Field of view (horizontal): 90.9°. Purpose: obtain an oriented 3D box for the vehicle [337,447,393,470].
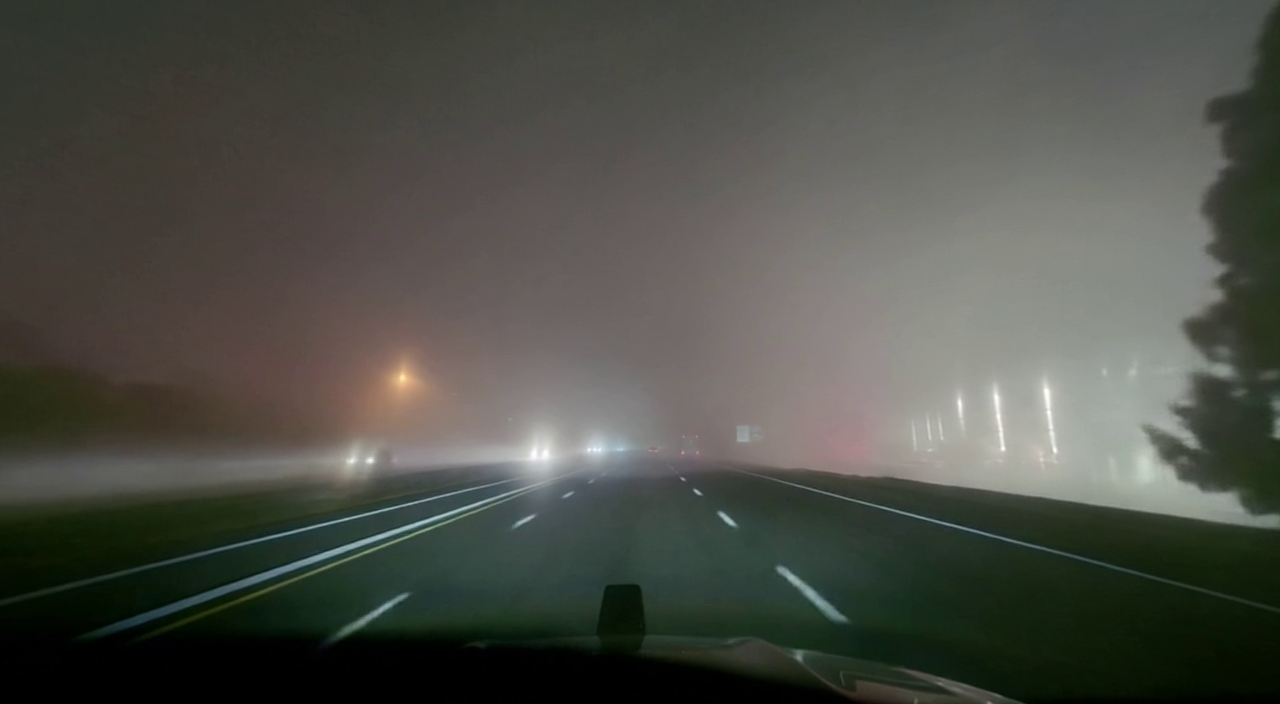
[{"bbox_3d":[-19.316,7.506,44.524,1.827,1.469,4.489,0,-8,1],"label":"vehicle"}]
